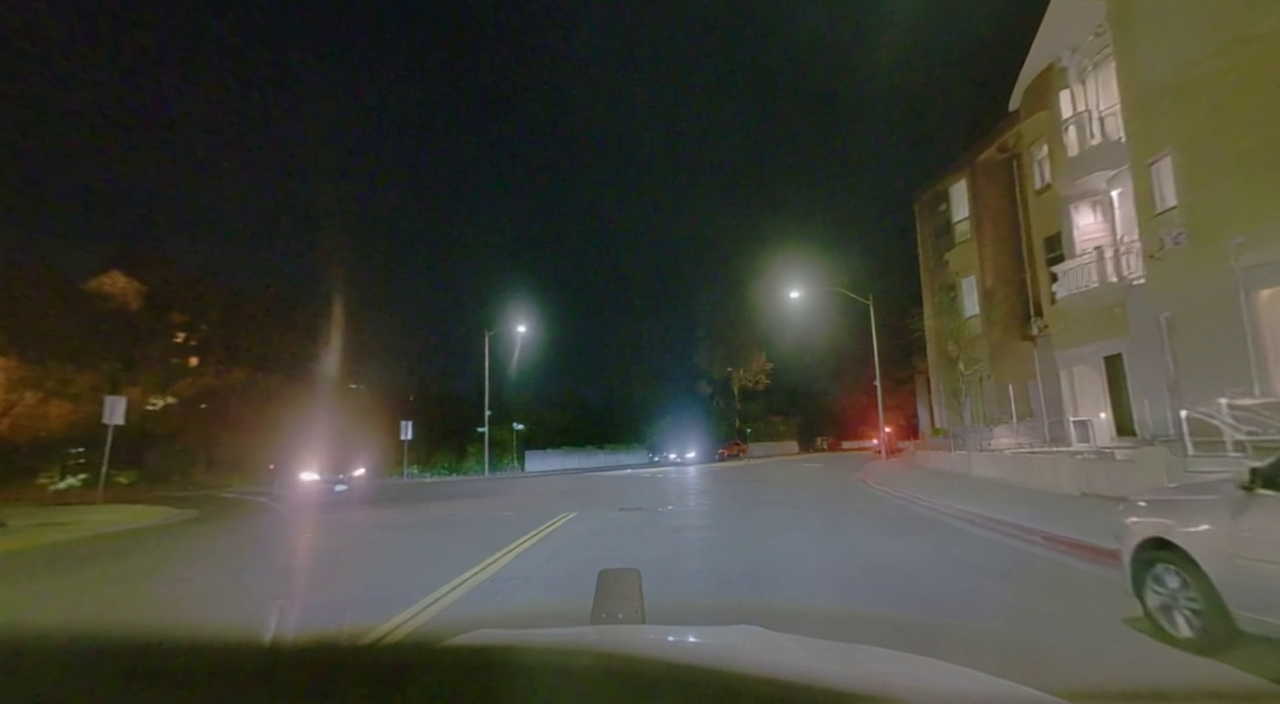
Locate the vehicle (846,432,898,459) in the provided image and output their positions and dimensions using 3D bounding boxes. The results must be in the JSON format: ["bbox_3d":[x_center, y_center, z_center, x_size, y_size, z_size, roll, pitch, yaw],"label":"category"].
[{"bbox_3d":[15.609,6.277,42.388,2.097,1.679,4.633,-6,-10,34],"label":"vehicle"}]

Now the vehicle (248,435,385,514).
[{"bbox_3d":[-8.298,3.003,16.014,1.984,1.683,4.270,7,-11,-41],"label":"vehicle"}]

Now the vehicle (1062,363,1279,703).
[{"bbox_3d":[4.236,0.814,2.477,2.105,1.705,4.392,0,-9,0],"label":"vehicle"}]

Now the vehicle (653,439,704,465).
[{"bbox_3d":[2.772,7.074,44.289,2.095,1.711,4.307,-5,-11,25],"label":"vehicle"}]
